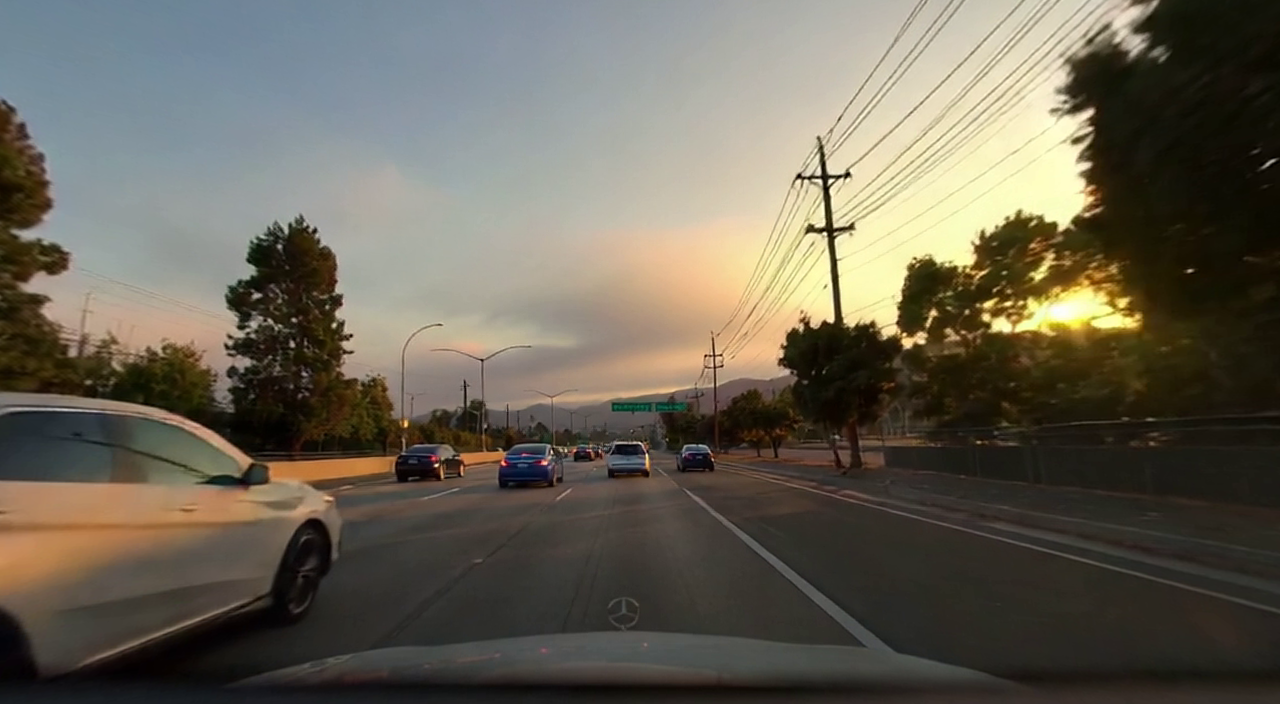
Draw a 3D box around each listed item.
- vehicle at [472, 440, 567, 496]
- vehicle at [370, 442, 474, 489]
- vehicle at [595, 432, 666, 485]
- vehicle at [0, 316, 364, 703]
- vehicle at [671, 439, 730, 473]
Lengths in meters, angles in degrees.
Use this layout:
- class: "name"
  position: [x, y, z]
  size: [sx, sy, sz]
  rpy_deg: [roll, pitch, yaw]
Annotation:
- class: "vehicle"
  position: [-3.413, 3.356, 18.789]
  size: [1.958, 1.447, 4.454]
  rpy_deg: [0, -8, 0]
- class: "vehicle"
  position: [-7.311, 3.822, 21.764]
  size: [1.959, 1.435, 4.719]
  rpy_deg: [0, -8, -1]
- class: "vehicle"
  position: [-0.357, 3.746, 22.518]
  size: [2.284, 1.699, 4.168]
  rpy_deg: [0, -8, -1]
- class: "vehicle"
  position: [-3.243, 0.810, 2.424]
  size: [2.277, 1.728, 4.661]
  rpy_deg: [0, -8, 0]
- class: "vehicle"
  position: [2.818, 4.985, 30.512]
  size: [2.197, 1.464, 4.356]
  rpy_deg: [0, -8, -3]
